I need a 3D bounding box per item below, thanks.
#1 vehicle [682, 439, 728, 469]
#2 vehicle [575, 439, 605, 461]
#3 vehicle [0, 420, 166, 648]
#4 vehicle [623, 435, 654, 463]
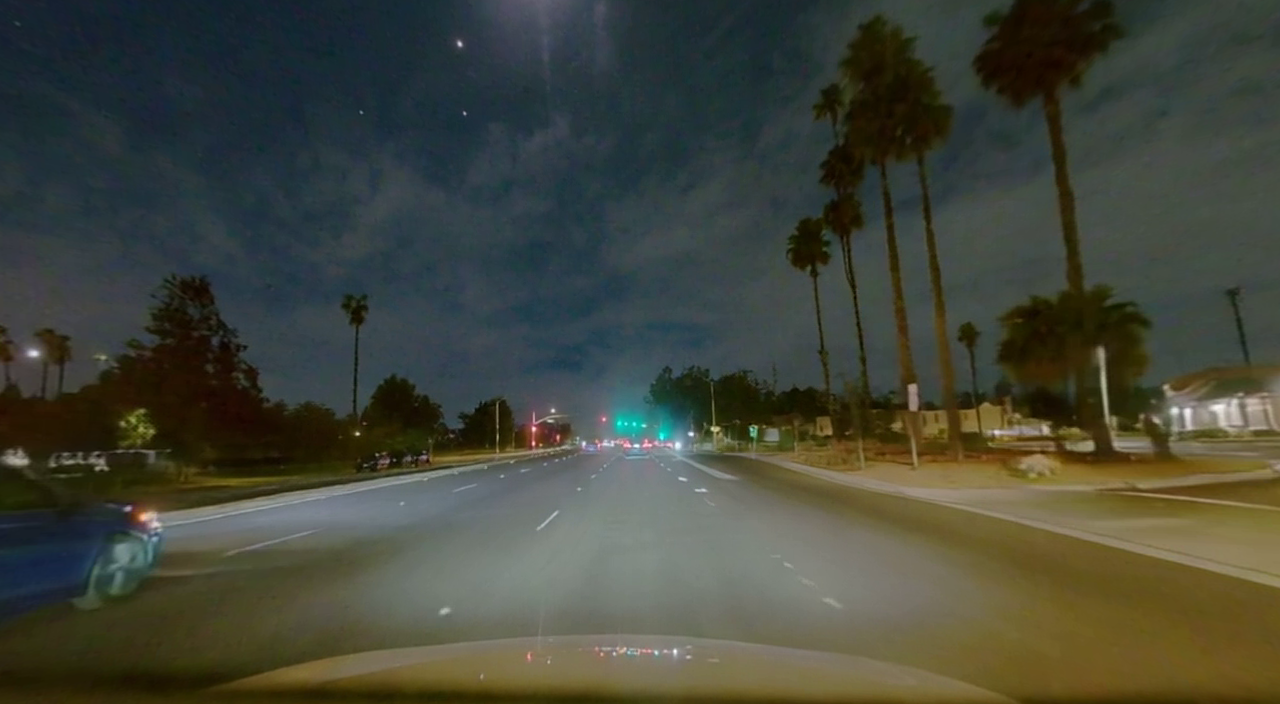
[{"bbox_3d":[3.341,5.320,33.115,1.830,1.451,4.009,0,-8,-2],"label":"vehicle"},{"bbox_3d":[-3.729,7.319,47.381,2.000,1.569,3.794,0,-8,-1],"label":"vehicle"},{"bbox_3d":[-4.964,1.051,3.231,1.844,1.451,4.543,1,-8,-5],"label":"vehicle"},{"bbox_3d":[-0.161,6.610,43.146,2.043,1.734,4.253,0,-8,-1],"label":"vehicle"}]
